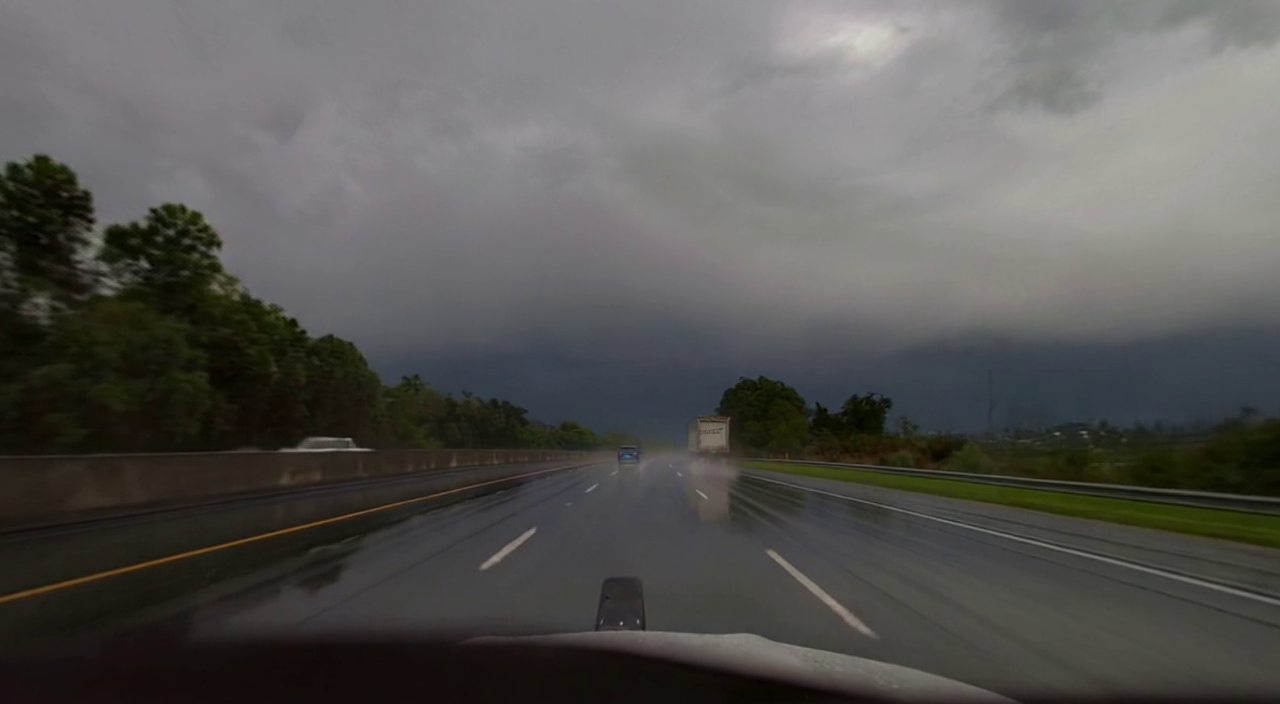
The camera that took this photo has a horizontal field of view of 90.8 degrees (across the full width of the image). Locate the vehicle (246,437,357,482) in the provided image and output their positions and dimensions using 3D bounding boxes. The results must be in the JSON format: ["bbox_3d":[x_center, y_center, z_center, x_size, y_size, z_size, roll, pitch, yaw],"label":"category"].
[{"bbox_3d":[-13.993,4.486,26.486,1.944,1.670,4.742,0,-9,1],"label":"vehicle"}]

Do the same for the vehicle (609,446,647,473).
[{"bbox_3d":[-0.748,7.248,42.728,2.297,1.683,4.385,0,-9,2],"label":"vehicle"}]

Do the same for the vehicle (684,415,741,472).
[{"bbox_3d":[4.861,6.441,44.020,2.960,3.547,8.560,0,-9,0],"label":"vehicle"}]
